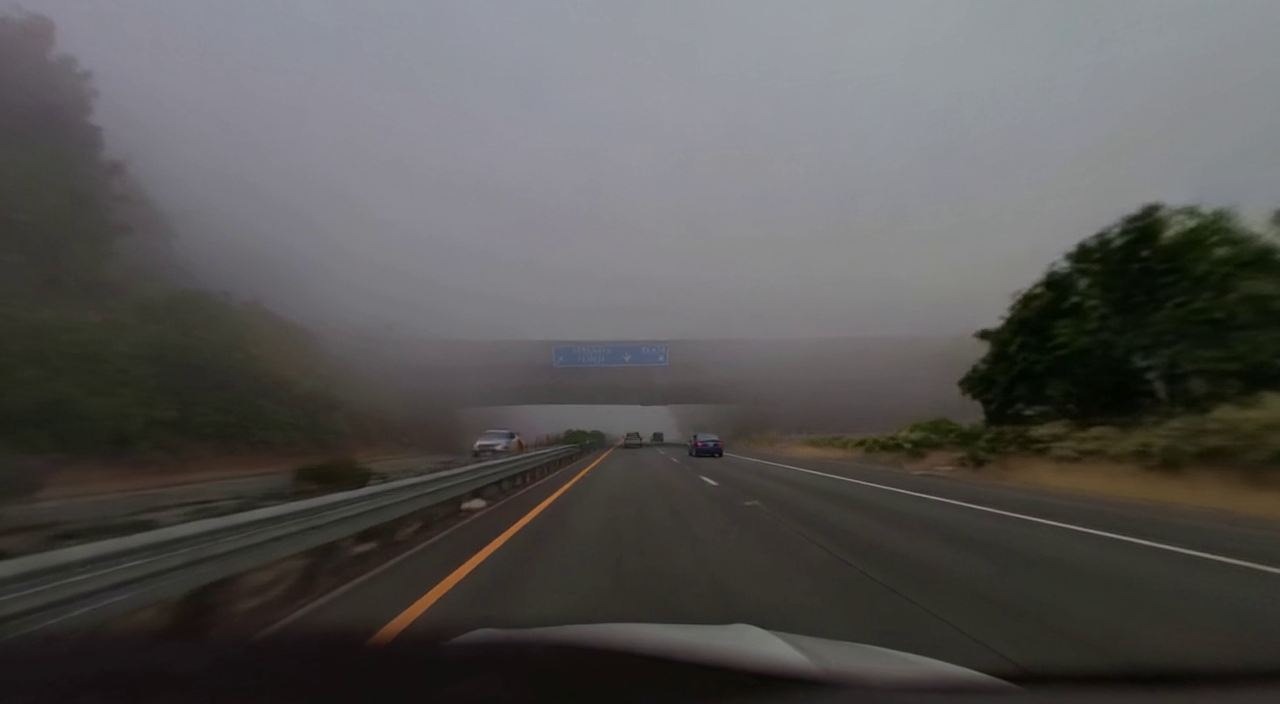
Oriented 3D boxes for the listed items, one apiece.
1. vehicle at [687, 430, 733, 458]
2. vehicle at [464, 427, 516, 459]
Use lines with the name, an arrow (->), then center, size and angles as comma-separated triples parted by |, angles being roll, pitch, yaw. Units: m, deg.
vehicle -> 3.977, 5.301, 36.506 | 2.010, 1.526, 4.438 | 0, -8, -2
vehicle -> -9.198, 5.612, 39.041 | 1.986, 1.784, 5.223 | 0, -8, 0
